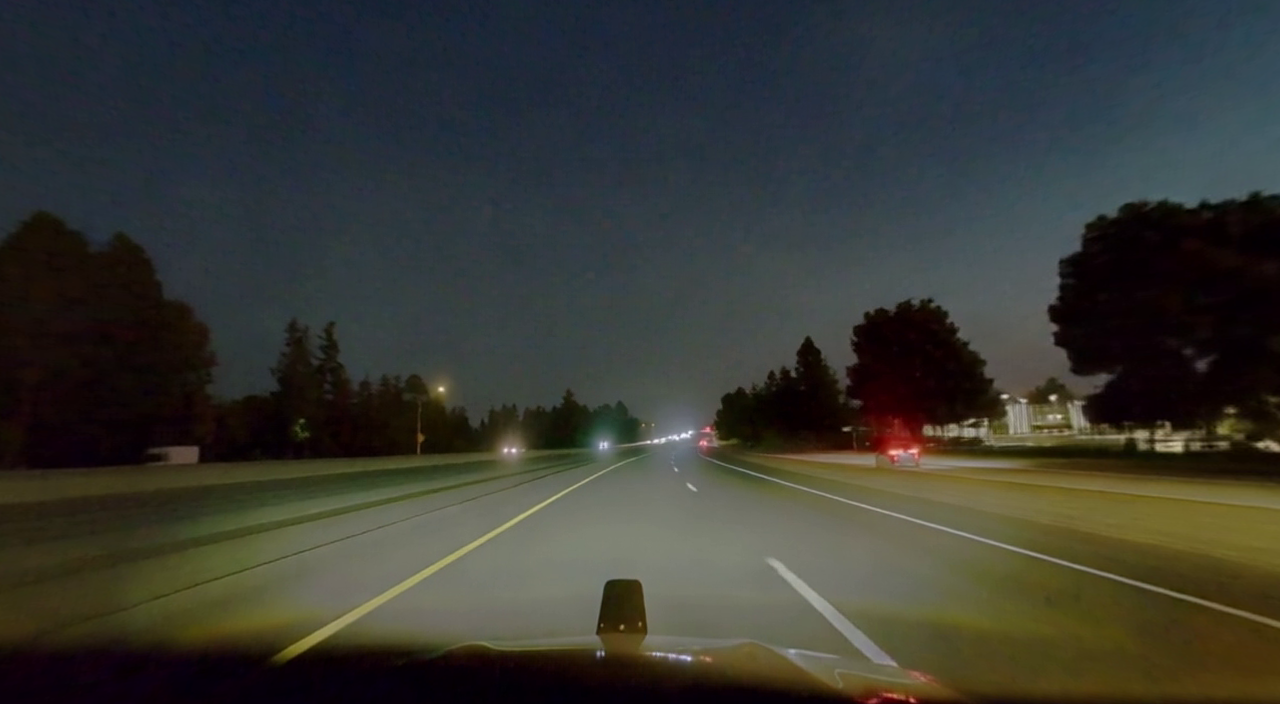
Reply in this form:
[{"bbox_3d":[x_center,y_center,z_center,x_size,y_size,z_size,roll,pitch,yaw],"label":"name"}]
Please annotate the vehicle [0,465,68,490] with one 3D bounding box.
[{"bbox_3d":[-45.321,9.311,47.046,1.786,1.577,3.922,-1,-8,-4],"label":"vehicle"}]
